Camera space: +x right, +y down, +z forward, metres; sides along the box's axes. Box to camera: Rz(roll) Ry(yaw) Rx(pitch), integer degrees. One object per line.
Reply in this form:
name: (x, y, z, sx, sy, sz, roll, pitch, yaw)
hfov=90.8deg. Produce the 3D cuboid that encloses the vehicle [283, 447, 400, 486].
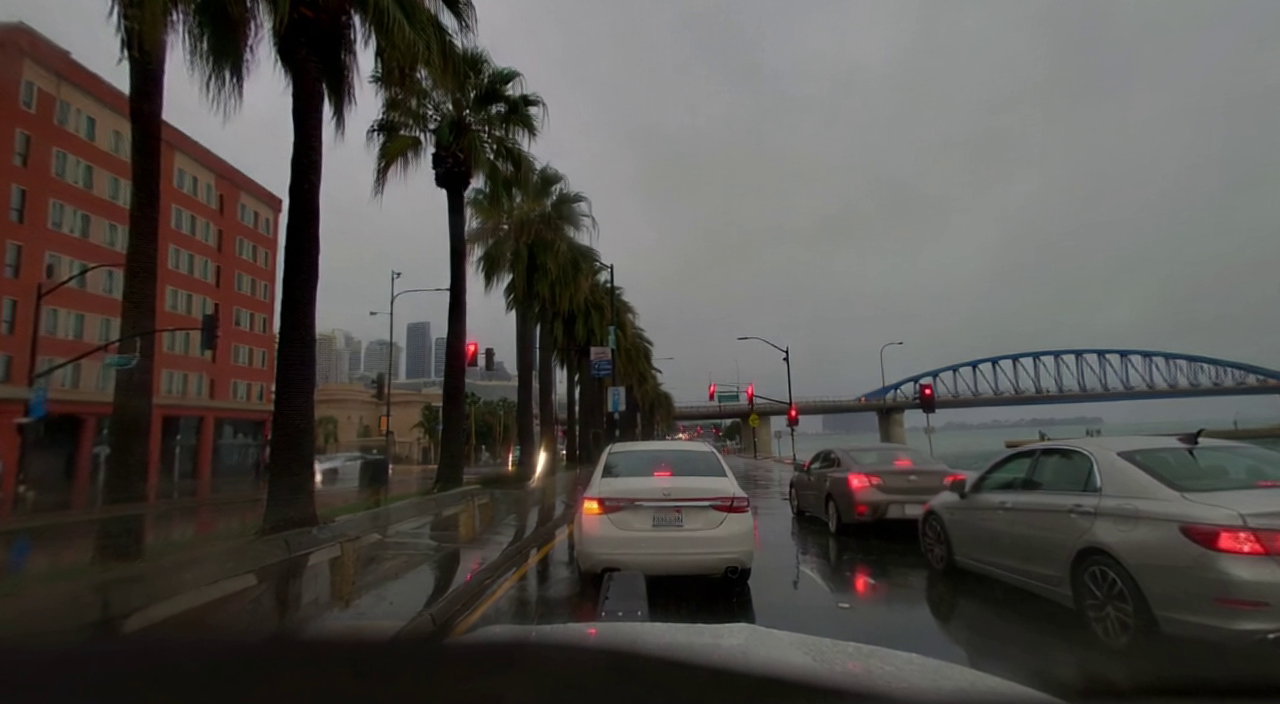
vehicle: (-13.472, 5.143, 28.853, 2.022, 1.604, 4.495, -4, -9, 24)

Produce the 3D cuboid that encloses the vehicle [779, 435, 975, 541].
vehicle: (3.885, 2.287, 11.308, 1.920, 1.490, 4.417, -1, -9, 2)

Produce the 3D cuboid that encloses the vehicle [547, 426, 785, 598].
vehicle: (0.255, 1.703, 7.497, 2.093, 1.503, 3.681, 0, -9, 1)

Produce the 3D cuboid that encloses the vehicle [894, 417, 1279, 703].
vehicle: (3.911, 1.364, 5.084, 1.913, 1.469, 4.425, 0, -9, 0)
